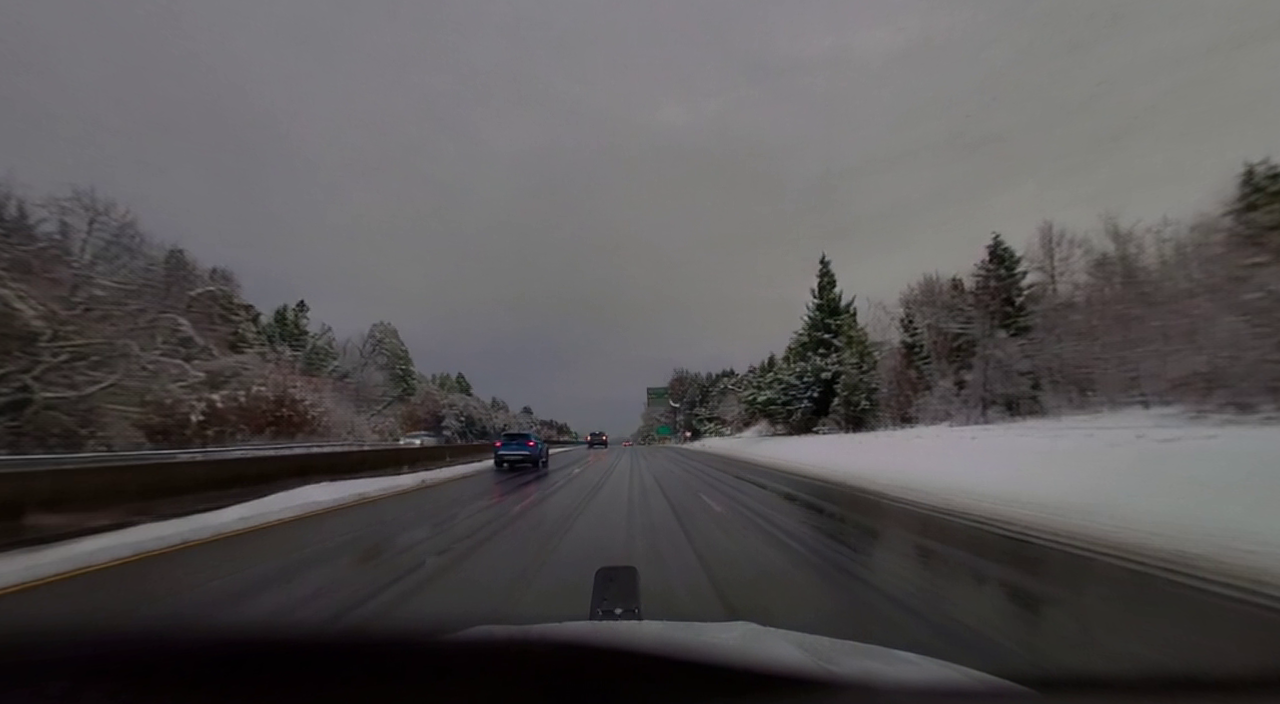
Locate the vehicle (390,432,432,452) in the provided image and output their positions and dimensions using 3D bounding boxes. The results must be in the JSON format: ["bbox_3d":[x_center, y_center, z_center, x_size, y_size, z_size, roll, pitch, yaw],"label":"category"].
[{"bbox_3d":[-17.592,6.910,48.513,1.840,1.483,3.848,0,-8,-1],"label":"vehicle"}]

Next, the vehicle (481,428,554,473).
[{"bbox_3d":[-4.799,3.910,25.343,2.070,1.647,4.577,0,-8,-1],"label":"vehicle"}]
